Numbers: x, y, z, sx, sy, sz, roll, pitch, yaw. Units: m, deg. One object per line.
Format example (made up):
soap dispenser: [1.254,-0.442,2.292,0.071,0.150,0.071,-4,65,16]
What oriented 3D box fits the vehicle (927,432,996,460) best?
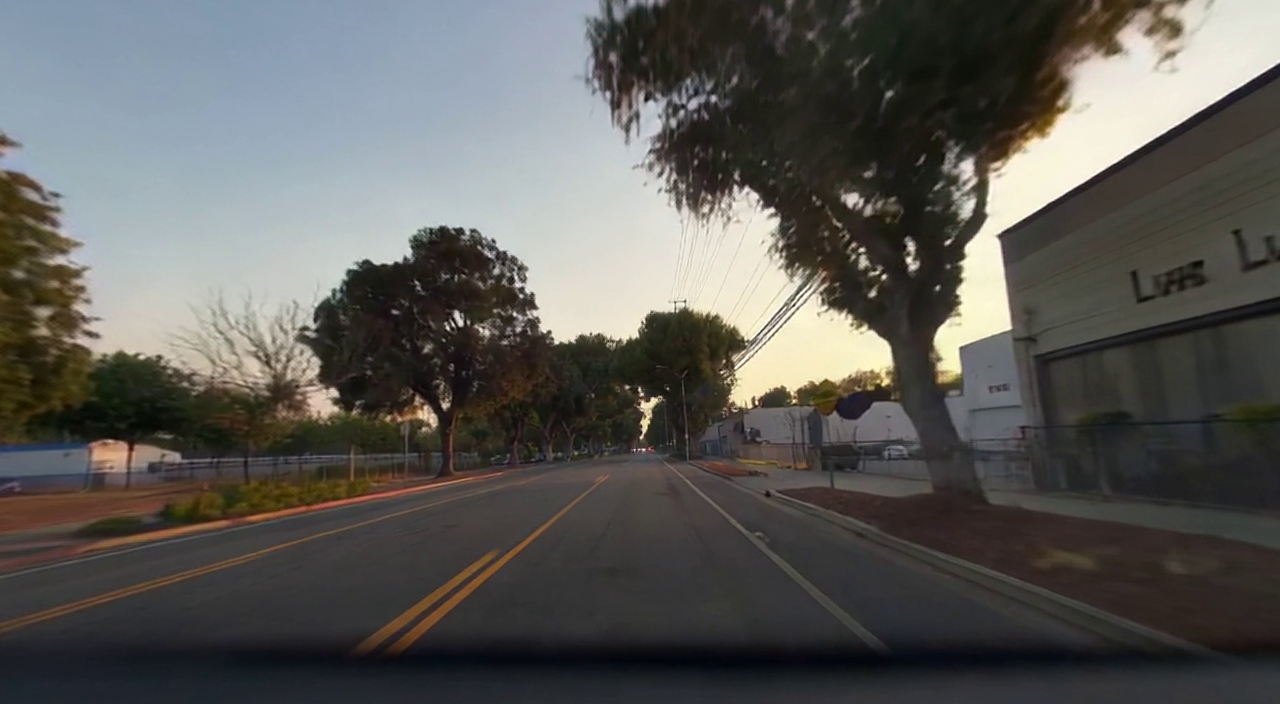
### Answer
vehicle: [18.729,5.501,36.905,1.875,1.440,3.925,-4,-8,-1]
